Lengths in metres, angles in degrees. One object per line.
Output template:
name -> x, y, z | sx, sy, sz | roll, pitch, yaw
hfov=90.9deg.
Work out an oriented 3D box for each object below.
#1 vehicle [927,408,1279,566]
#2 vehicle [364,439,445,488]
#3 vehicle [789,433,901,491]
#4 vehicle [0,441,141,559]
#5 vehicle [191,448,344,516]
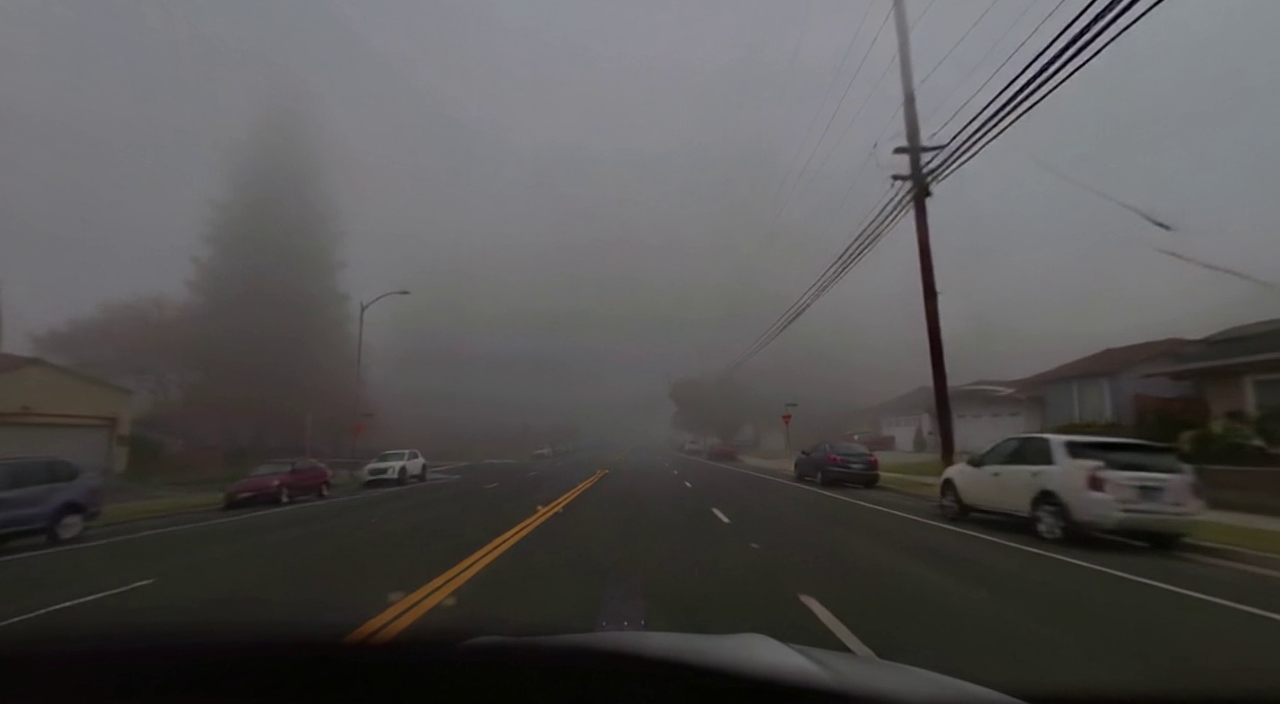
vehicle -> 6.706, 1.928, 9.842 | 2.128, 1.823, 4.834 | 0, -8, 0
vehicle -> -10.403, 4.917, 28.184 | 1.984, 1.762, 4.266 | -3, -6, 0
vehicle -> 6.764, 3.682, 21.463 | 2.194, 1.741, 4.800 | 0, -8, 0
vehicle -> -10.466, 2.316, 9.895 | 1.974, 1.696, 4.336 | -2, -8, -5
vehicle -> -10.650, 3.685, 18.507 | 1.932, 1.472, 4.516 | -3, -6, -2
